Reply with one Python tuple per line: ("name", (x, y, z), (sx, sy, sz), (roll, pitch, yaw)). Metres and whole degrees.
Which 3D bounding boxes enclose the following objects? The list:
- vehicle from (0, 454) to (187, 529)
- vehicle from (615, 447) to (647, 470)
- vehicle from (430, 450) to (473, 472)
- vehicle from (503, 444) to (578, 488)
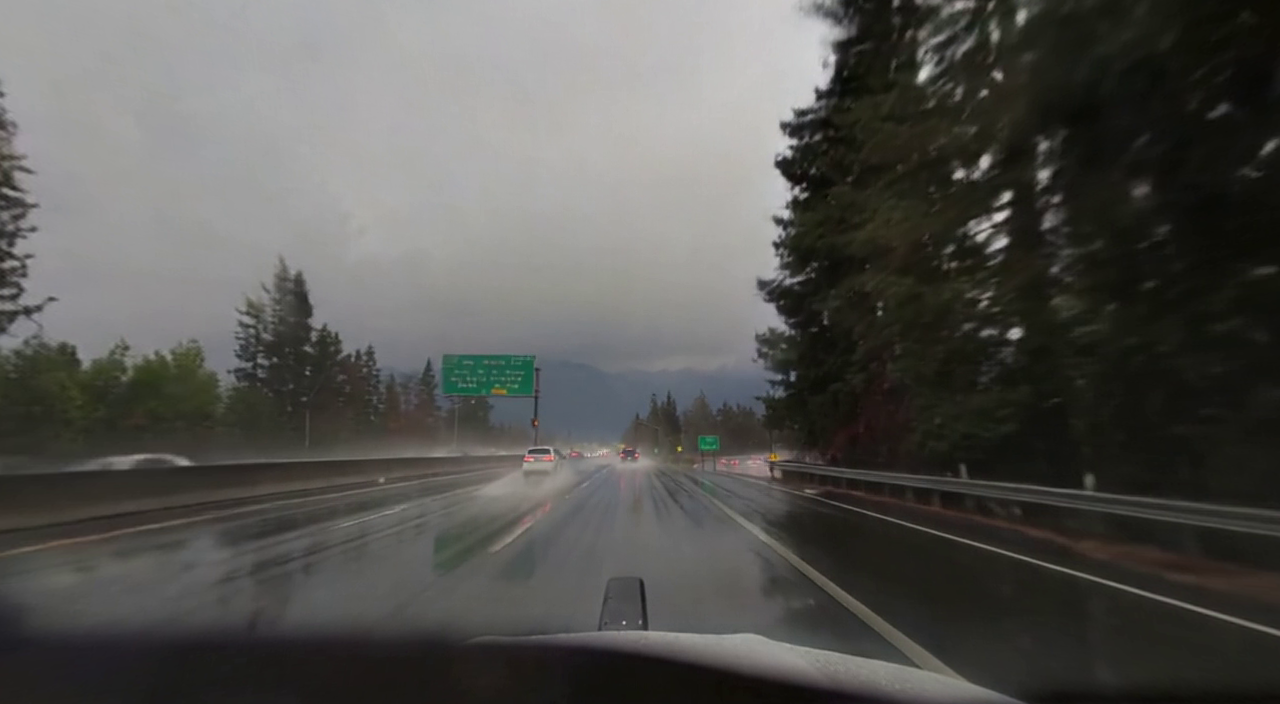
("vehicle", (-13.542, 3.227, 15.211), (1.854, 1.459, 4.565), (0, -8, 0))
("vehicle", (-0.648, 7.479, 44.467), (2.100, 1.471, 3.956), (0, -8, -1))
("vehicle", (-13.784, 7.985, 46.444), (1.939, 1.475, 4.365), (1, -9, -2))
("vehicle", (-3.701, 4.331, 24.309), (2.067, 1.509, 4.551), (0, -8, 1))
